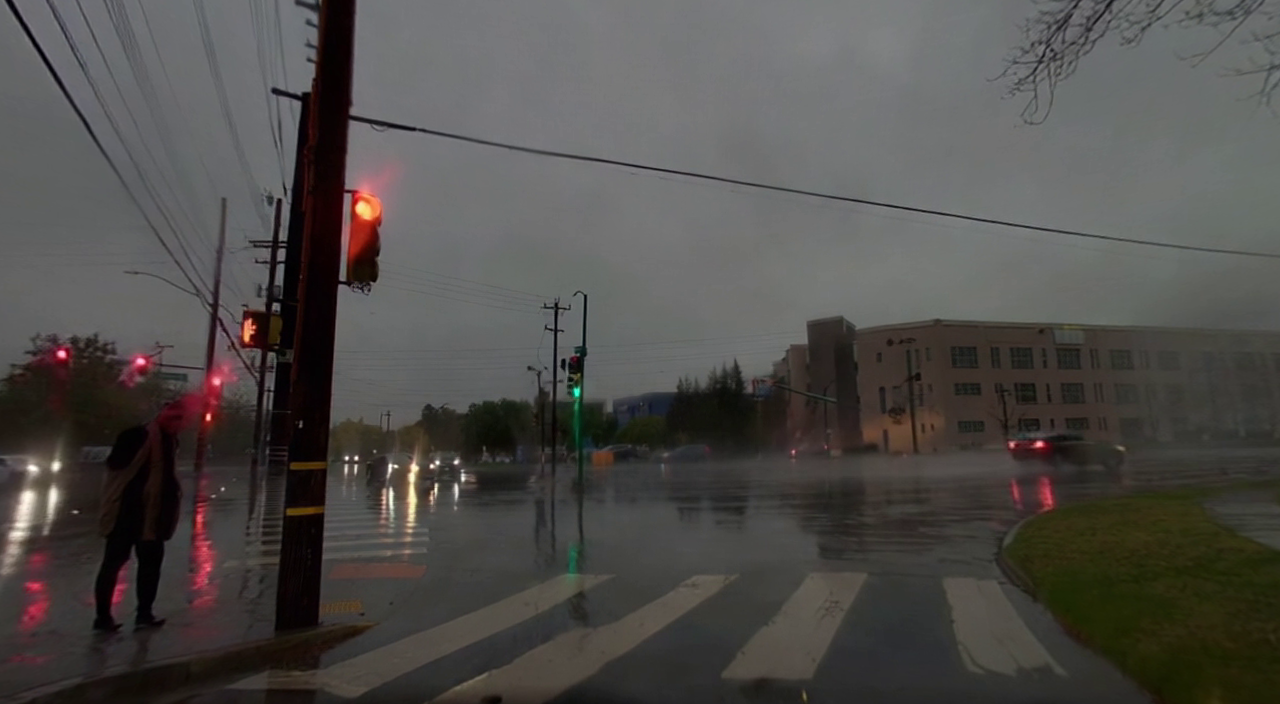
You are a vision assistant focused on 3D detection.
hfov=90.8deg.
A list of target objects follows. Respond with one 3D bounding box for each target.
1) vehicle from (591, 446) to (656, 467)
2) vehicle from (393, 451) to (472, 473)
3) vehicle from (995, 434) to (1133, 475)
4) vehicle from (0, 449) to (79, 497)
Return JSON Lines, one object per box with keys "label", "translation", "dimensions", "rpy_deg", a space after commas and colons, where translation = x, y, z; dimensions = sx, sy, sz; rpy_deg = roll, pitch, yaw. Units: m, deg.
{"label": "vehicle", "translation": [-1.157, 7.546, 45.813], "dimensions": [4.391, 1.451, 1.717], "rpy_deg": [4, -9, -25]}
{"label": "vehicle", "translation": [-14.133, 7.444, 42.982], "dimensions": [4.837, 1.407, 1.818], "rpy_deg": [4, -9, -26]}
{"label": "vehicle", "translation": [16.793, 4.045, 25.050], "dimensions": [4.700, 1.479, 2.095], "rpy_deg": [3, -9, -21]}
{"label": "vehicle", "translation": [-21.427, 4.009, 21.315], "dimensions": [4.799, 1.438, 1.899], "rpy_deg": [-4, -9, 26]}
